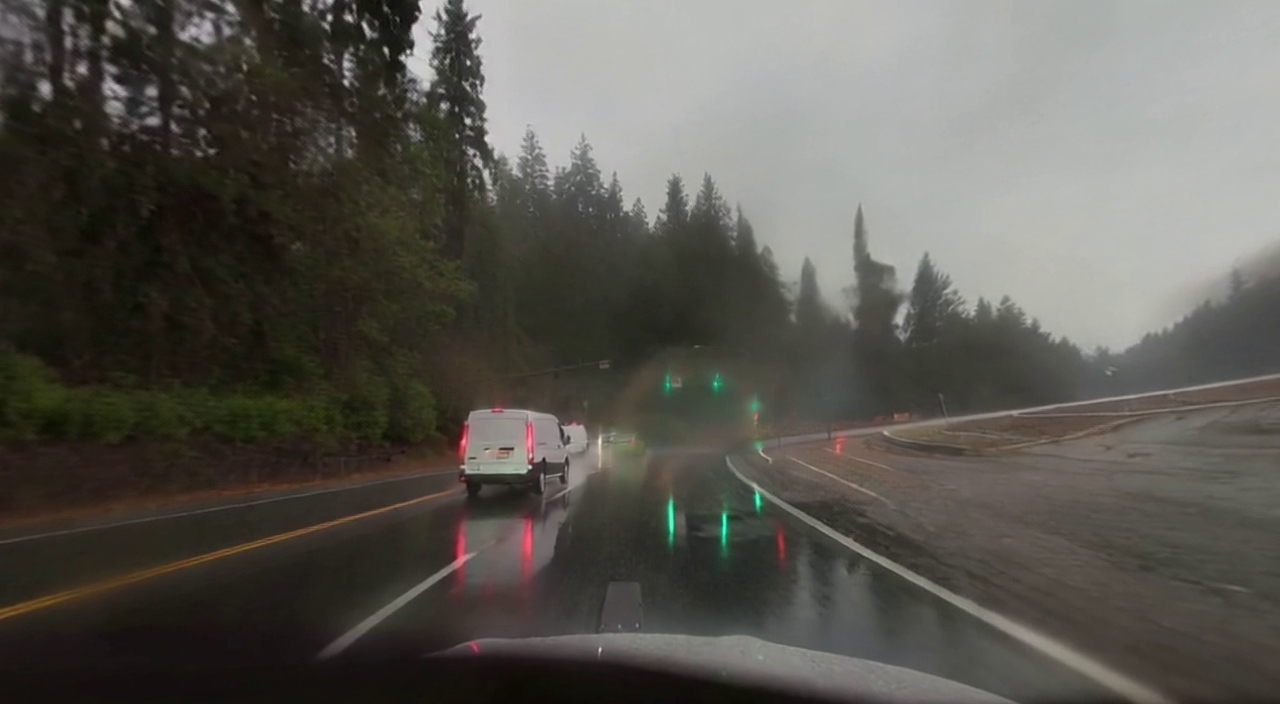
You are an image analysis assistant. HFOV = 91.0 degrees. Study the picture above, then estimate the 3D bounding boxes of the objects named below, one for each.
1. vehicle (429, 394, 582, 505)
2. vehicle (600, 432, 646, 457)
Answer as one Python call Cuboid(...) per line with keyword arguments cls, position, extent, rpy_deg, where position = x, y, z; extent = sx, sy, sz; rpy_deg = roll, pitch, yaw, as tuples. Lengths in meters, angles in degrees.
Cuboid(cls="vehicle", position=(-2.916, 2.308, 15.162), extent=(2.362, 2.185, 5.212), rpy_deg=(0, -8, 2))
Cuboid(cls="vehicle", position=(-0.993, 5.820, 39.539), extent=(2.088, 1.484, 4.572), rpy_deg=(-1, -8, 9))
